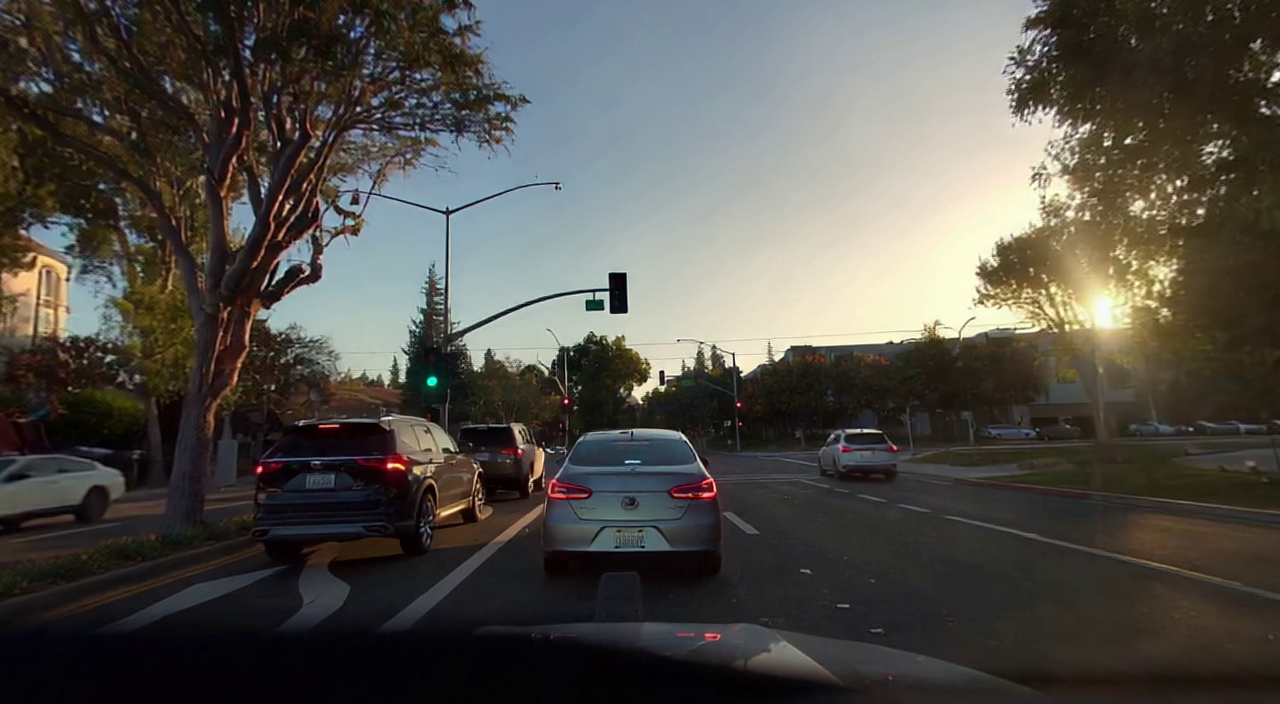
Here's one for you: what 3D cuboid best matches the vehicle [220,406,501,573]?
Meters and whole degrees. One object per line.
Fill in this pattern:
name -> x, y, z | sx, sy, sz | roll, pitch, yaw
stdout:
vehicle -> -3.434, 1.765, 8.869 | 2.046, 1.751, 4.208 | 0, -8, -1

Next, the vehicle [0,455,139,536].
vehicle -> -12.923, 2.883, 12.960 | 1.841, 1.469, 4.202 | 0, -8, 0

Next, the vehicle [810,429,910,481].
vehicle -> 7.998, 3.800, 23.456 | 2.059, 1.719, 4.443 | 0, -8, -1

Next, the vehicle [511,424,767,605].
vehicle -> -0.061, 1.645, 7.307 | 2.126, 1.475, 3.967 | 0, -8, -2
